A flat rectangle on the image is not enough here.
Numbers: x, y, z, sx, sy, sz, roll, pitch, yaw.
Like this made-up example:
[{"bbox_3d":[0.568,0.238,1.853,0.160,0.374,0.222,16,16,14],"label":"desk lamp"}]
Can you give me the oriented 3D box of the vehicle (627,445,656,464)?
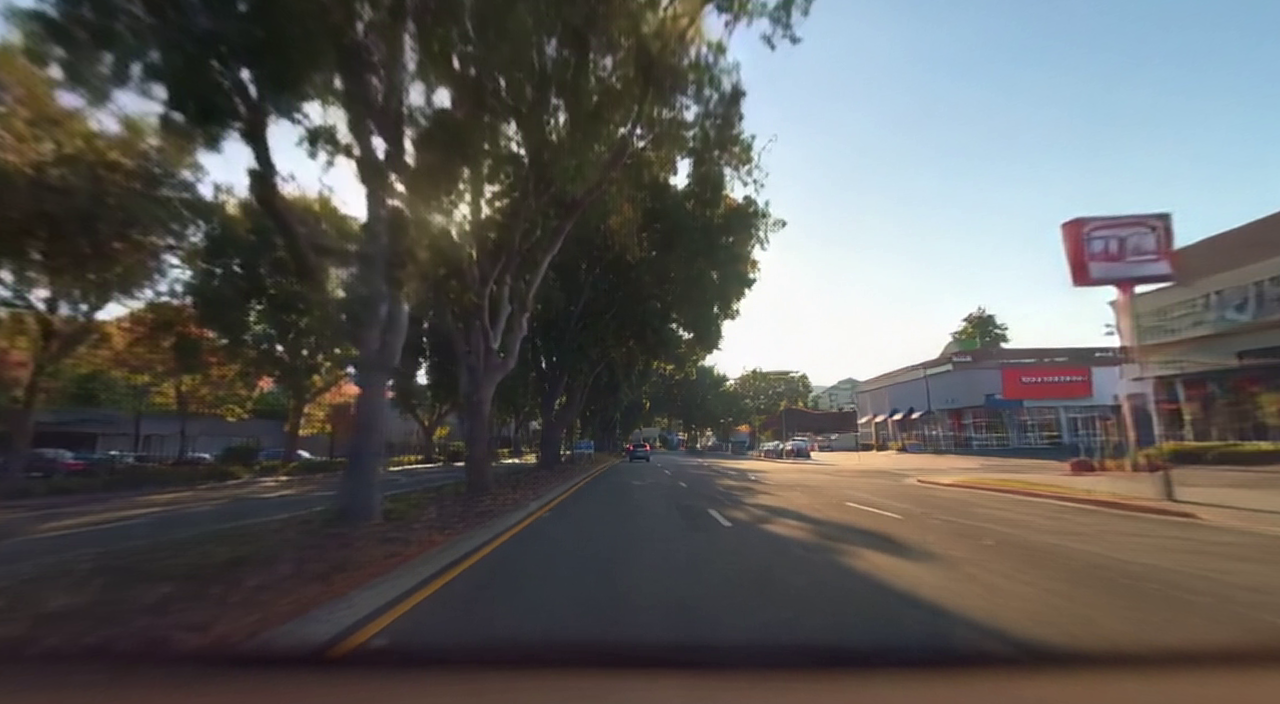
[{"bbox_3d":[0.104,8.055,49.751,2.159,1.461,4.142,0,-8,-1],"label":"vehicle"}]
